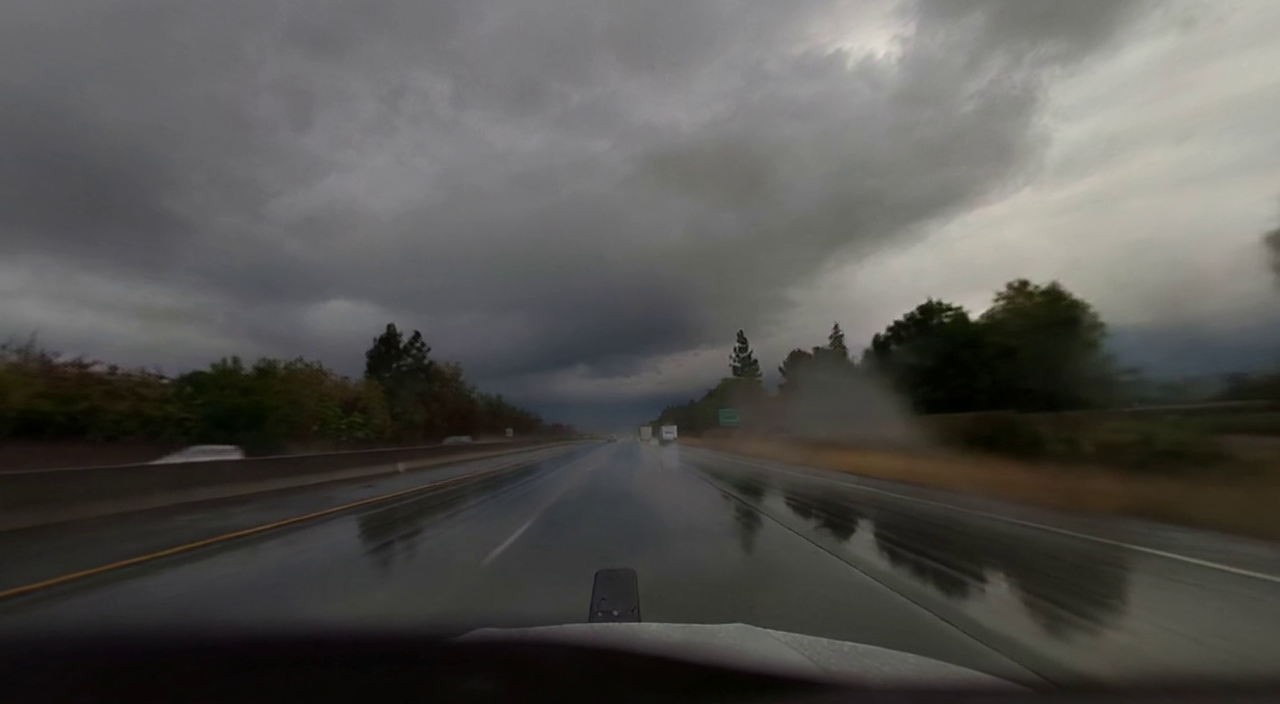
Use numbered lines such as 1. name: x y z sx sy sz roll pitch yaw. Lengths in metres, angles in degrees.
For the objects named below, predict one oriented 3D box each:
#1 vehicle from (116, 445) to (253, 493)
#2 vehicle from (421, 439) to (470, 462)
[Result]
1. vehicle: -16.541 4.224 23.207 1.860 1.515 4.377 0 -8 -2
2. vehicle: -12.975 6.560 42.273 1.972 1.439 4.298 0 -8 -1
